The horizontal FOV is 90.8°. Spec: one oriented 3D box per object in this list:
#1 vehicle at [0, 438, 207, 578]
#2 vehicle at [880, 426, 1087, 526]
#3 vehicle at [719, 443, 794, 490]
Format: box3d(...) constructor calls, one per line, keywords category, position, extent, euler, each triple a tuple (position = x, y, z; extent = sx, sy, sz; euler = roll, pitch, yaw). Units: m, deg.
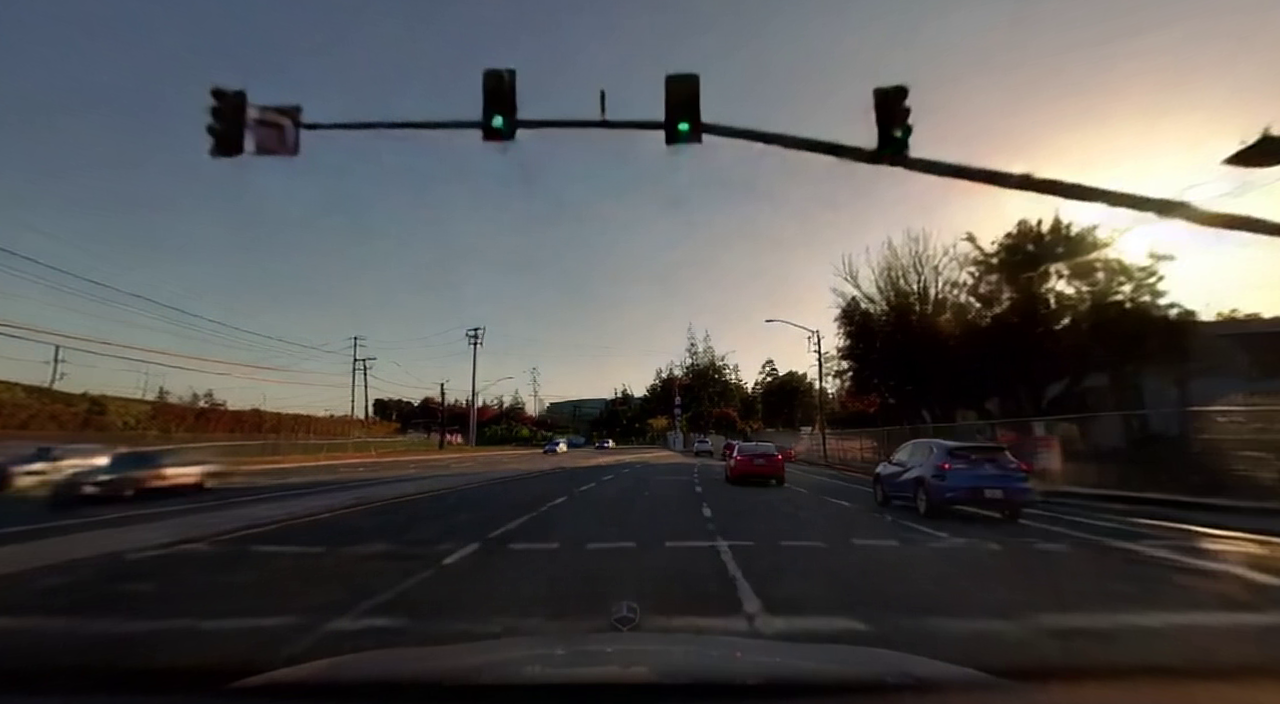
box3d(category="vehicle", position=(-8.790, 2.059, 8.743), extent=(1.933, 1.502, 4.946), euler=(7, -8, 1))
box3d(category="vehicle", position=(7.112, 2.589, 13.765), extent=(2.029, 1.795, 4.371), euler=(0, -9, 0))
box3d(category="vehicle", position=(4.026, 4.014, 22.533), extent=(2.035, 1.460, 4.392), euler=(-1, -9, 3))
